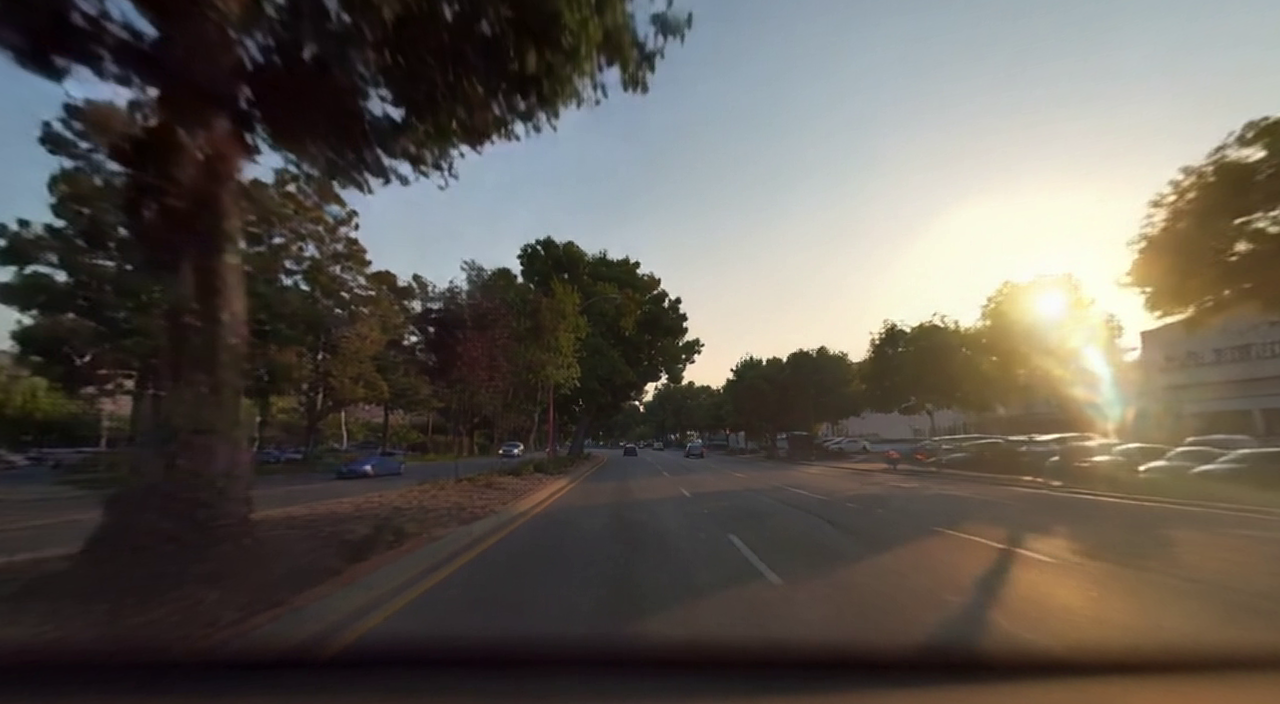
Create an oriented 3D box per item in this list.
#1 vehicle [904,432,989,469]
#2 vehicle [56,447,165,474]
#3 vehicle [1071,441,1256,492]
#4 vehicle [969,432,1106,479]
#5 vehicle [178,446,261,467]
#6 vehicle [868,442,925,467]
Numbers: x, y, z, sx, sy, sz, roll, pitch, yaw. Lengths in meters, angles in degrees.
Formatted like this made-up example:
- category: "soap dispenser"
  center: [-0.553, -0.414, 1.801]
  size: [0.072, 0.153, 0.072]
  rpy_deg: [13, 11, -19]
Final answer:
- category: "vehicle"
  center: [18.856, 6.053, 39.279]
  size: [2.232, 2.008, 5.812]
  rpy_deg: [-3, -8, -1]
- category: "vehicle"
  center: [-29.613, 6.079, 35.428]
  size: [4.461, 1.441, 1.820]
  rpy_deg: [0, -8, 0]
- category: "vehicle"
  center: [16.689, 3.642, 20.545]
  size: [1.863, 1.445, 4.703]
  rpy_deg: [0, -8, -2]
- category: "vehicle"
  center: [16.444, 4.305, 26.586]
  size: [2.052, 1.749, 5.213]
  rpy_deg: [1, -9, -4]
- category: "vehicle"
  center: [-31.083, 7.744, 46.795]
  size: [4.742, 1.459, 1.867]
  rpy_deg: [-1, -8, 0]
- category: "vehicle"
  center: [16.103, 6.412, 39.933]
  size: [1.892, 1.421, 4.556]
  rpy_deg: [-1, -8, 3]
